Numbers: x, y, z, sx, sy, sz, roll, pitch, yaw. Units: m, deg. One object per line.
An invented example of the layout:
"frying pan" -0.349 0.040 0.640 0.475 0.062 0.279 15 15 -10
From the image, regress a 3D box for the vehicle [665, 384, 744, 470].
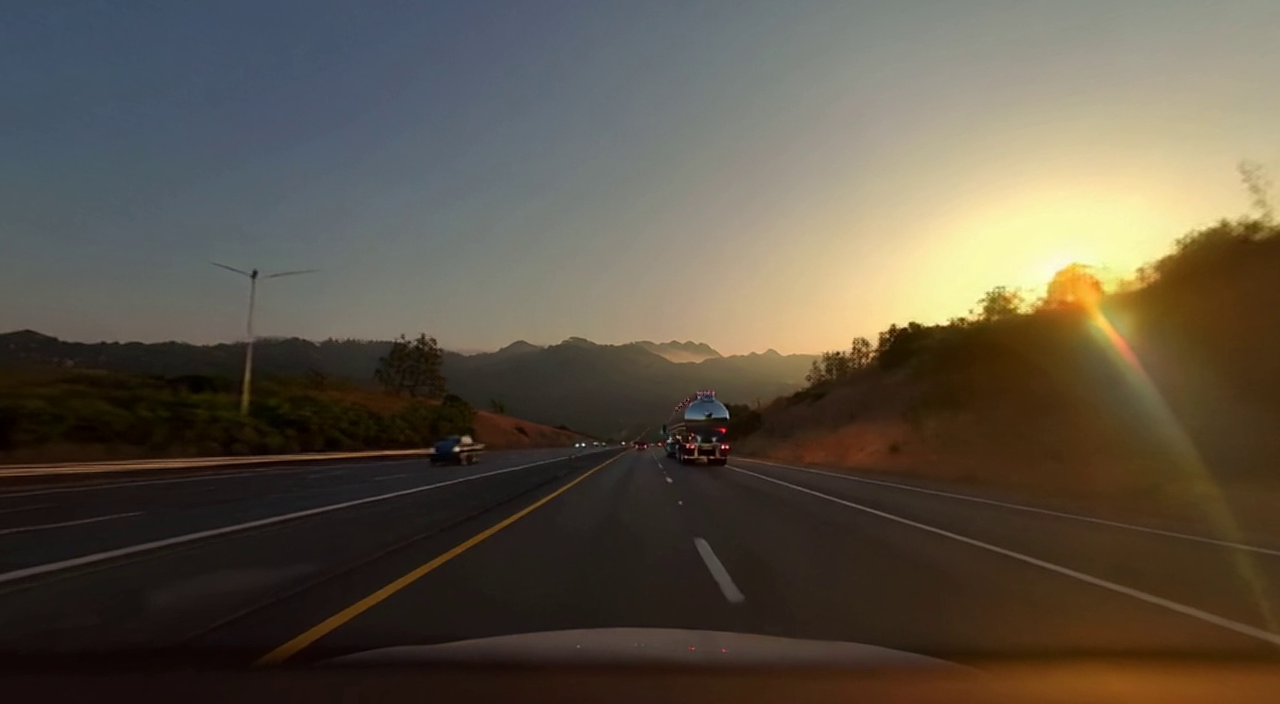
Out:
"vehicle" 3.049 4.061 33.356 2.946 3.745 11.516 0 -8 0

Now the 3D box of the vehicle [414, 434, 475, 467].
"vehicle" -11.920 6.024 38.769 2.110 1.862 4.998 0 -8 0
